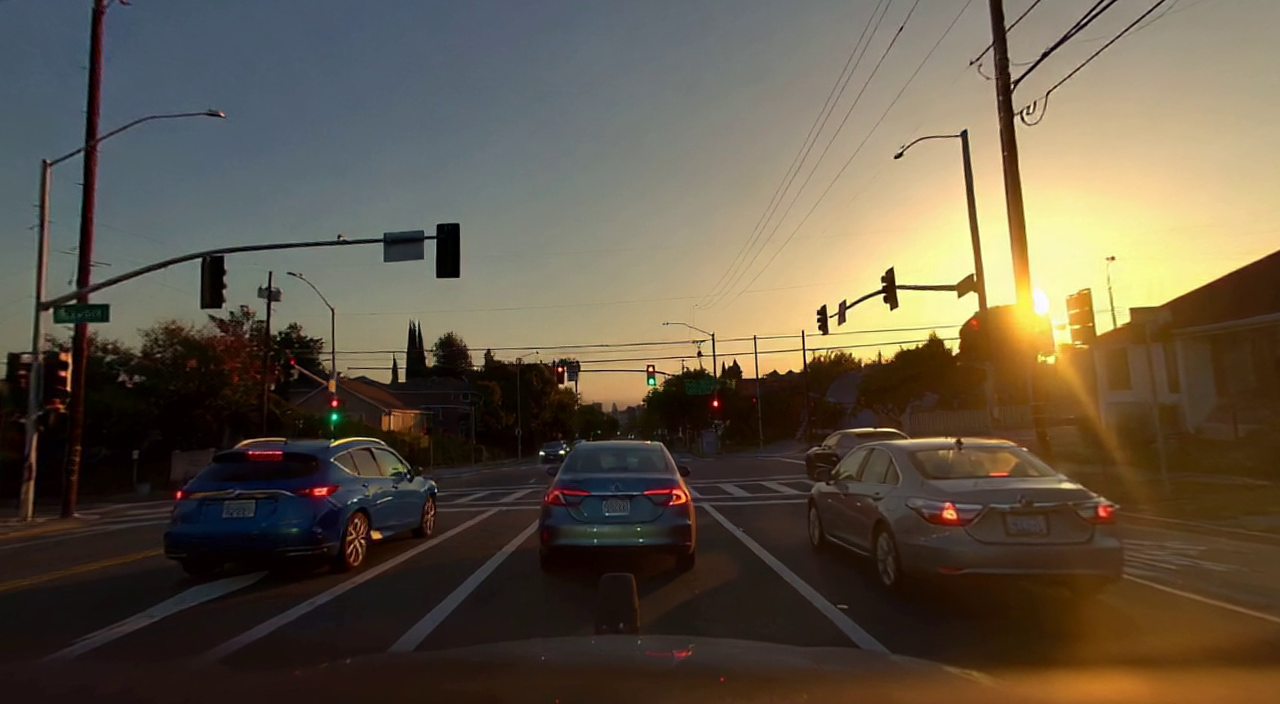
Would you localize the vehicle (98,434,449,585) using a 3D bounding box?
[{"bbox_3d":[-4.354,1.907,8.573,2.106,1.492,4.312,0,-8,1],"label":"vehicle"}]

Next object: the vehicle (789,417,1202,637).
[{"bbox_3d":[2.908,1.483,6.279,1.860,1.494,3.707,0,-8,-1],"label":"vehicle"}]

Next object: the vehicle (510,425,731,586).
[{"bbox_3d":[-0.216,1.752,8.082,2.061,1.485,4.196,0,-8,-1],"label":"vehicle"}]
